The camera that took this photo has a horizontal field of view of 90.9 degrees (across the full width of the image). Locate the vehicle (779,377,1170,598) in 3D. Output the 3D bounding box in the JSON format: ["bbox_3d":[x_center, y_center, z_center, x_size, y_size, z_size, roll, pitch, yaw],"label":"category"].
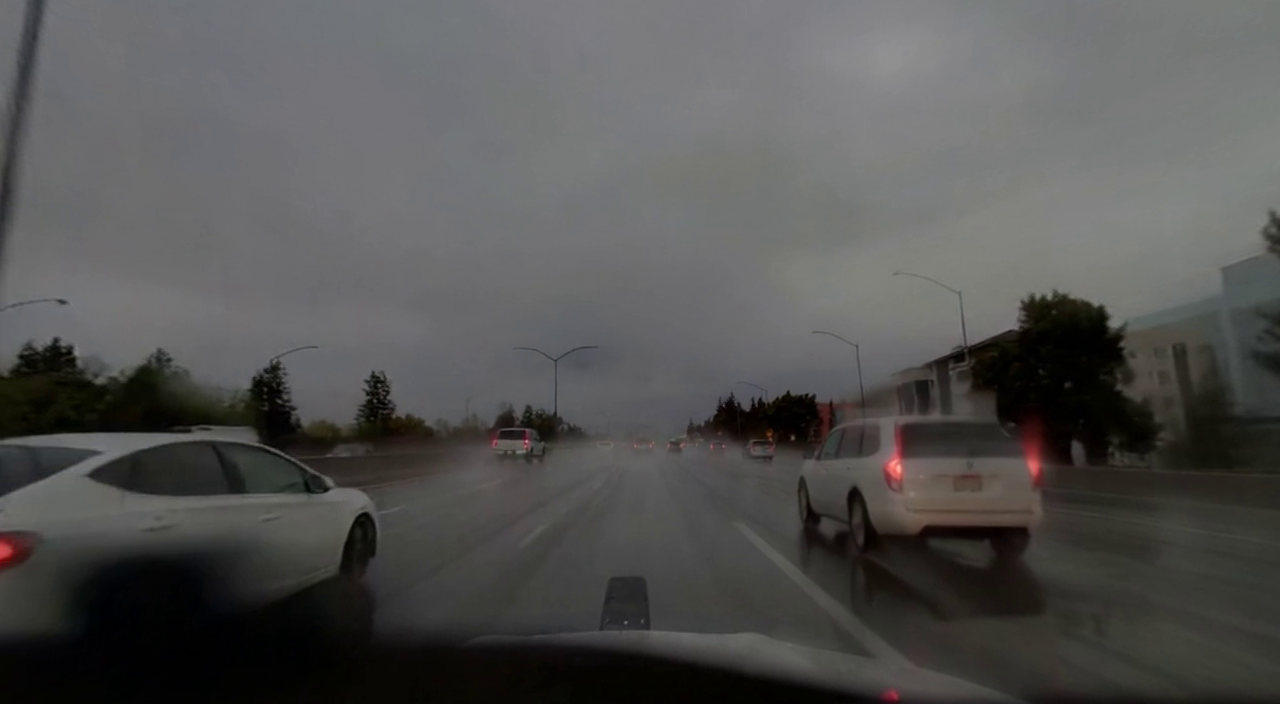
[{"bbox_3d":[3.363,1.494,7.812,2.148,1.852,4.835,0,-8,0],"label":"vehicle"}]

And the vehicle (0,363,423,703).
[{"bbox_3d":[-3.292,1.080,4.018,2.080,1.542,4.718,0,-8,1],"label":"vehicle"}]

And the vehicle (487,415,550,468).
[{"bbox_3d":[-6.979,5.296,37.176,2.362,2.778,6.630,0,-8,0],"label":"vehicle"}]
